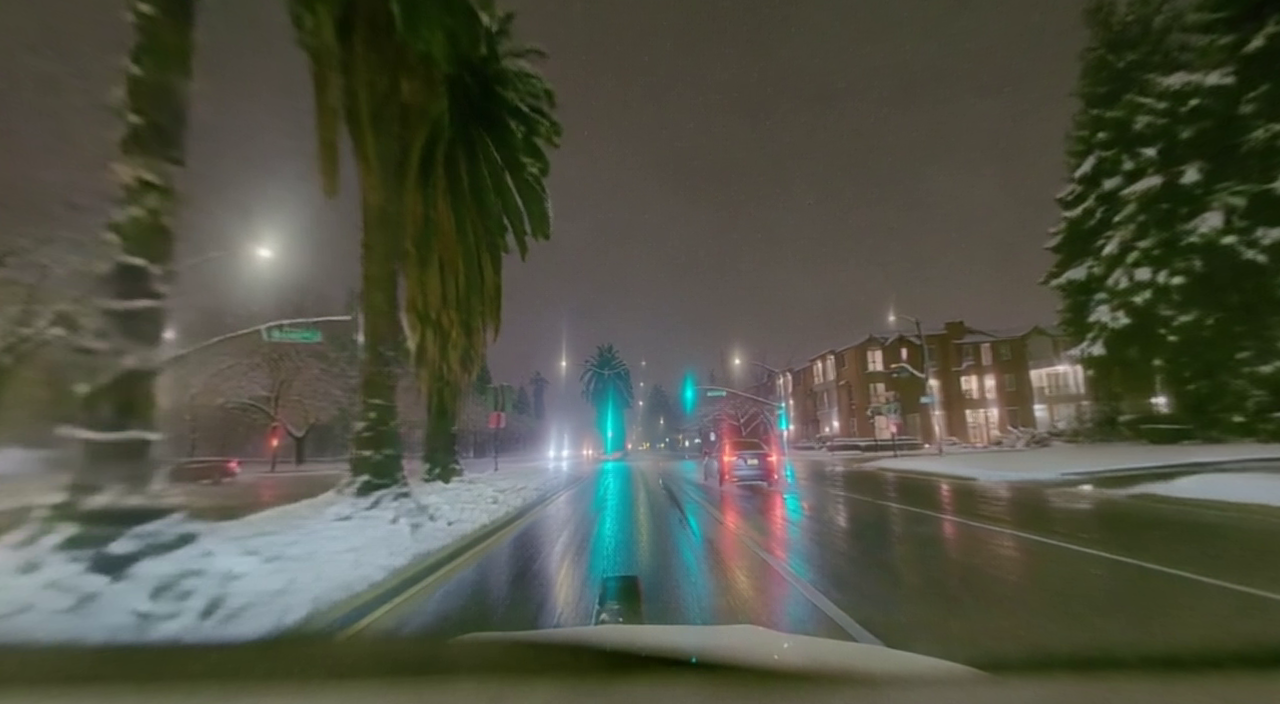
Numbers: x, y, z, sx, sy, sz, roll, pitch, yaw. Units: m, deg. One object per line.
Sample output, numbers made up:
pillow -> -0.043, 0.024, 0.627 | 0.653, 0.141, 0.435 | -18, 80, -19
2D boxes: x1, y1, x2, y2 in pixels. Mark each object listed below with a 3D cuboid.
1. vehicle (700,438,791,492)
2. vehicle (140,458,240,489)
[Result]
vehicle -> 3.106, 3.434, 19.564 | 1.964, 1.448, 4.295 | 0, -8, -1
vehicle -> -26.778, 7.218, 37.669 | 4.558, 1.718, 2.151 | -1, -8, 9
